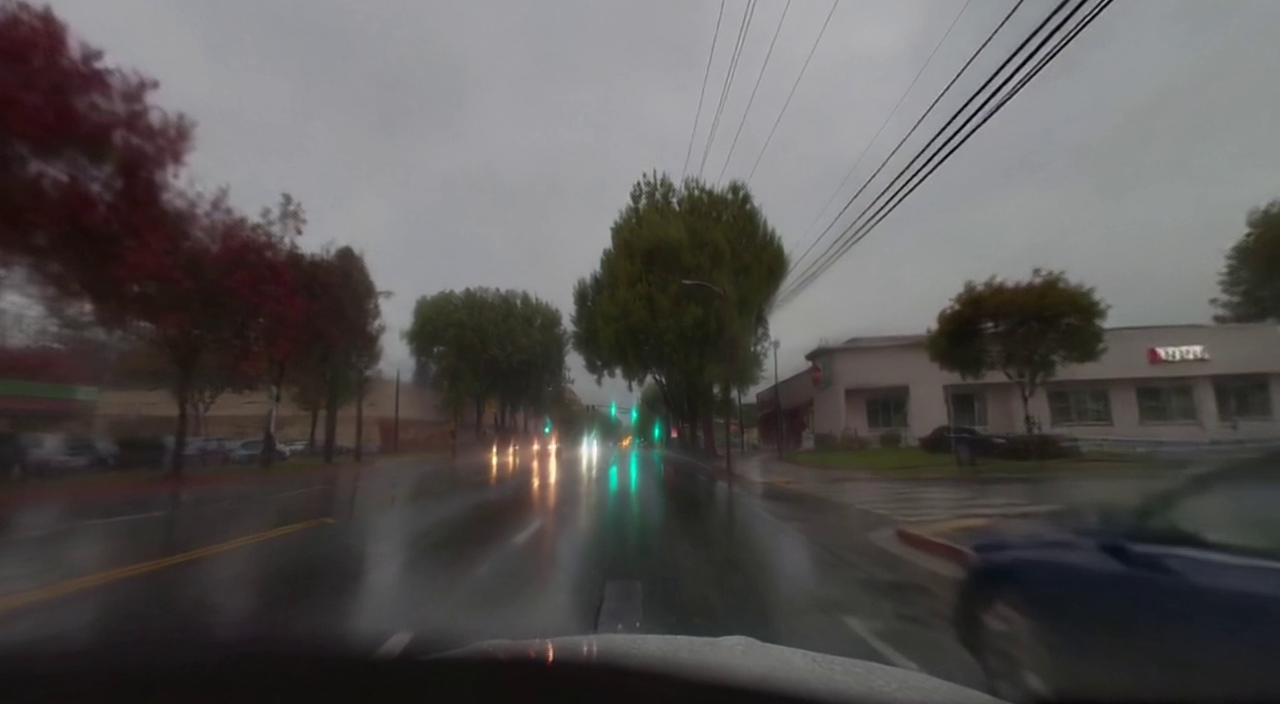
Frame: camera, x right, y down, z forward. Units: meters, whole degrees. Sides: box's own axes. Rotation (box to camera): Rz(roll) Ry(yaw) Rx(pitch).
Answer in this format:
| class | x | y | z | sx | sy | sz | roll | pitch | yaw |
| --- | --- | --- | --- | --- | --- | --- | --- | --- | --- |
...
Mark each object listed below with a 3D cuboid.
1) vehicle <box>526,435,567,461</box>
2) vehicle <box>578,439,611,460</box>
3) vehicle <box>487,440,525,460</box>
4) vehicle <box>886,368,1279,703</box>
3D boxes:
| class | x | y | z | sx | sy | sz | roll | pitch | yaw |
| --- | --- | --- | --- | --- | --- | --- | --- | --- | --- |
| vehicle | -6.977 | 7.159 | 47.421 | 2.322 | 1.819 | 4.651 | 0 | -8 | 0 |
| vehicle | -3.328 | 7.221 | 46.941 | 2.122 | 1.469 | 4.388 | 0 | -8 | 0 |
| vehicle | -10.441 | 7.659 | 49.581 | 2.012 | 1.429 | 4.462 | 0 | -8 | 0 |
| vehicle | 2.654 | 0.795 | 1.603 | 2.034 | 1.491 | 4.618 | 1 | -8 | -2 |
